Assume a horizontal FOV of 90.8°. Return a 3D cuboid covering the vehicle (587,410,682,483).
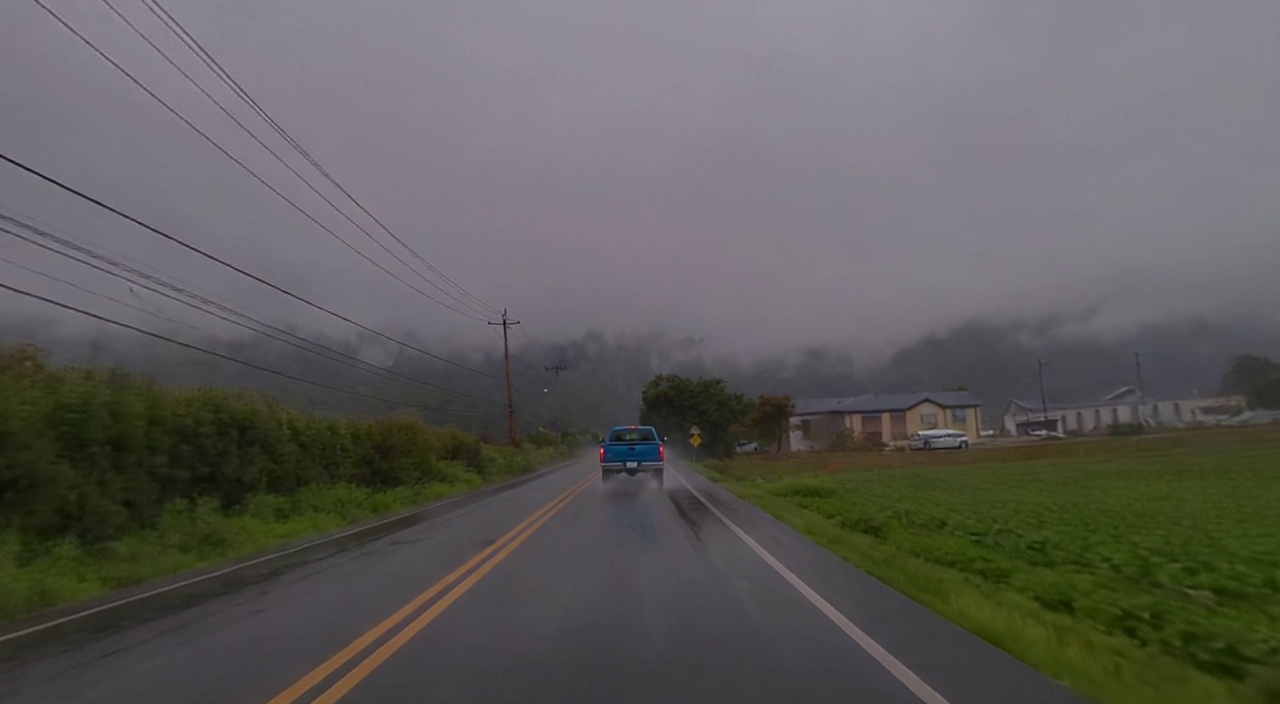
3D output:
[{"bbox_3d":[-0.251,3.560,23.932,3.021,2.326,7.410,0,-8,-1],"label":"vehicle"}]
